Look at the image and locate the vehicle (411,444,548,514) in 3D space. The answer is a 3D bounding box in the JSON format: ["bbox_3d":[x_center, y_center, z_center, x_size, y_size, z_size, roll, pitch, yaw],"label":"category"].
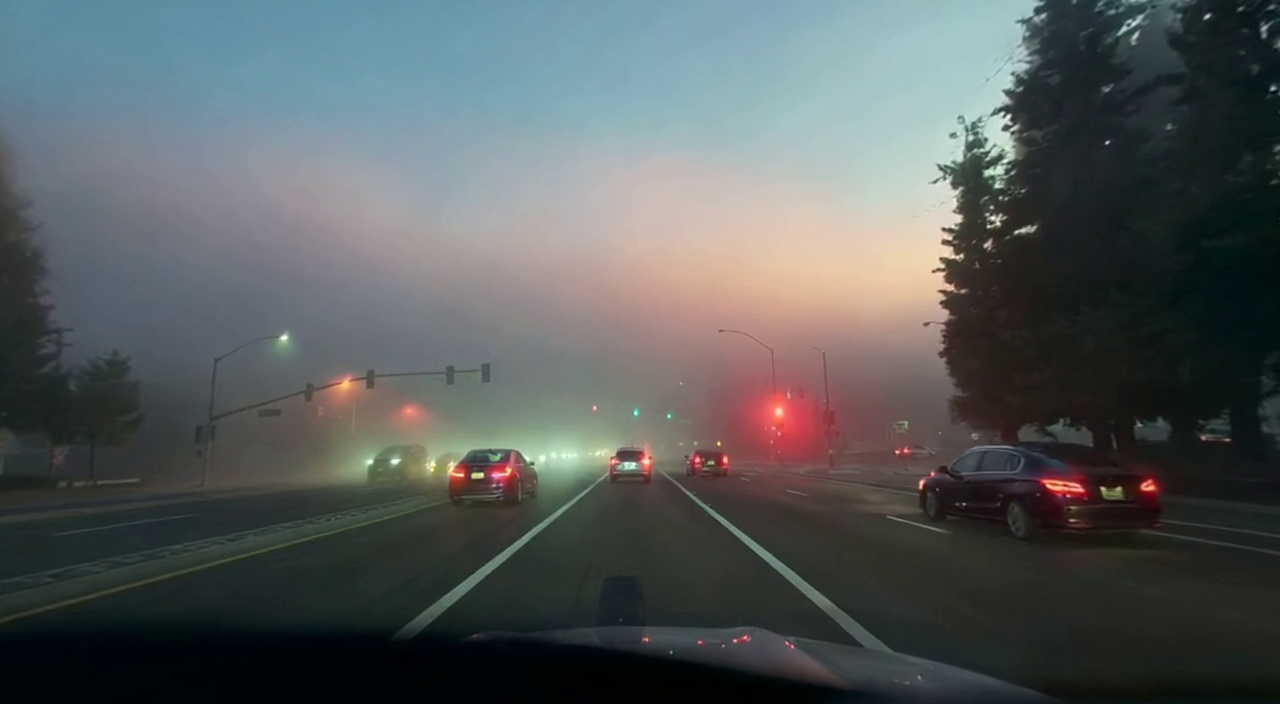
[{"bbox_3d":[-3.761,3.046,15.776,2.163,1.474,4.413,0,-8,1],"label":"vehicle"}]

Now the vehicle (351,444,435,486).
[{"bbox_3d":[-10.988,5.033,28.486,2.026,1.706,4.041,0,-8,2],"label":"vehicle"}]

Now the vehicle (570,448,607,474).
[{"bbox_3d":[-3.128,6.701,39.076,2.002,1.502,4.057,0,-8,-1],"label":"vehicle"}]

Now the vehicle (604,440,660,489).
[{"bbox_3d":[-0.291,4.330,24.712,2.008,1.716,4.125,0,-8,0],"label":"vehicle"}]

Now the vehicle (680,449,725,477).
[{"bbox_3d":[3.378,6.129,35.116,2.014,1.430,4.103,0,-8,-1],"label":"vehicle"}]

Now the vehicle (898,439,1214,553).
[{"bbox_3d":[6.317,2.199,10.490,2.028,1.451,4.625,0,-8,-1],"label":"vehicle"}]
